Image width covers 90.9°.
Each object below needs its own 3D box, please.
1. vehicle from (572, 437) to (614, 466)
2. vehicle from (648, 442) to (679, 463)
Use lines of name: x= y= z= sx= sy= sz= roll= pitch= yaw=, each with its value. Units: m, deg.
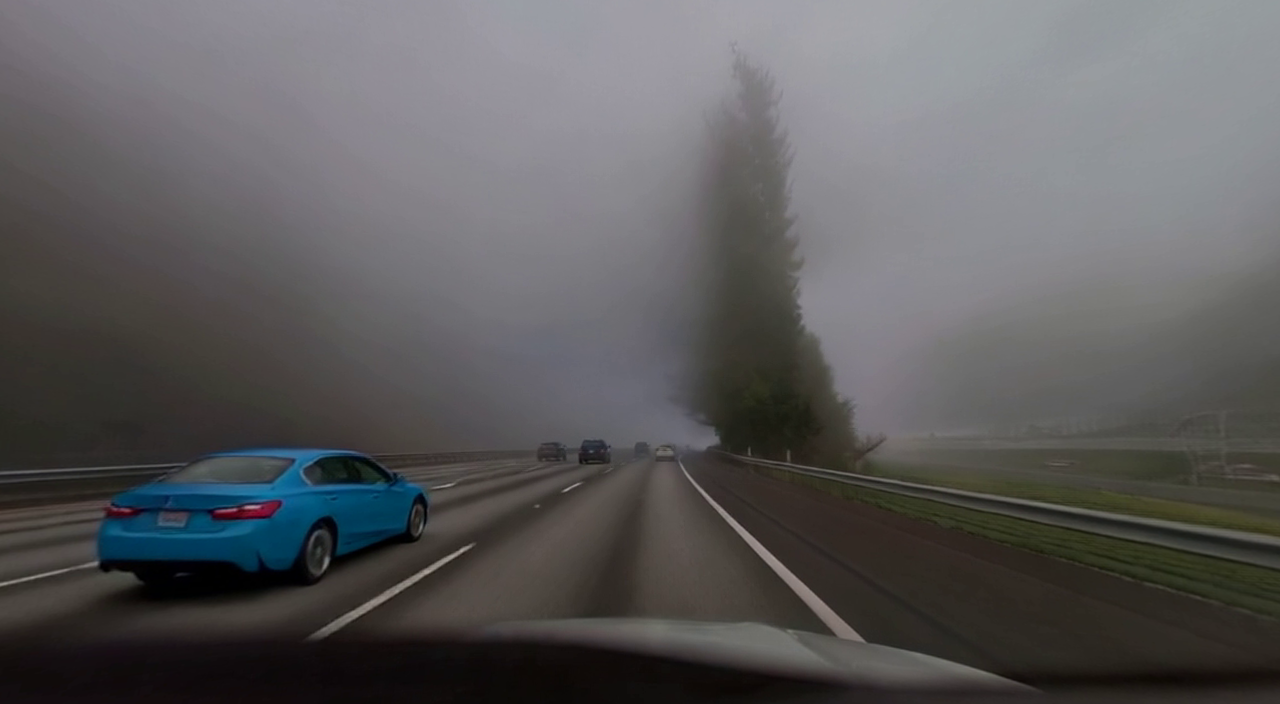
vehicle: x=-2.879 y=6.291 z=39.981 sx=2.071 sy=1.716 sz=4.363 roll=-1 pitch=-8 yaw=3
vehicle: x=1.773 y=7.325 z=46.245 sx=2.113 sy=1.464 sz=4.073 roll=0 pitch=-8 yaw=3
